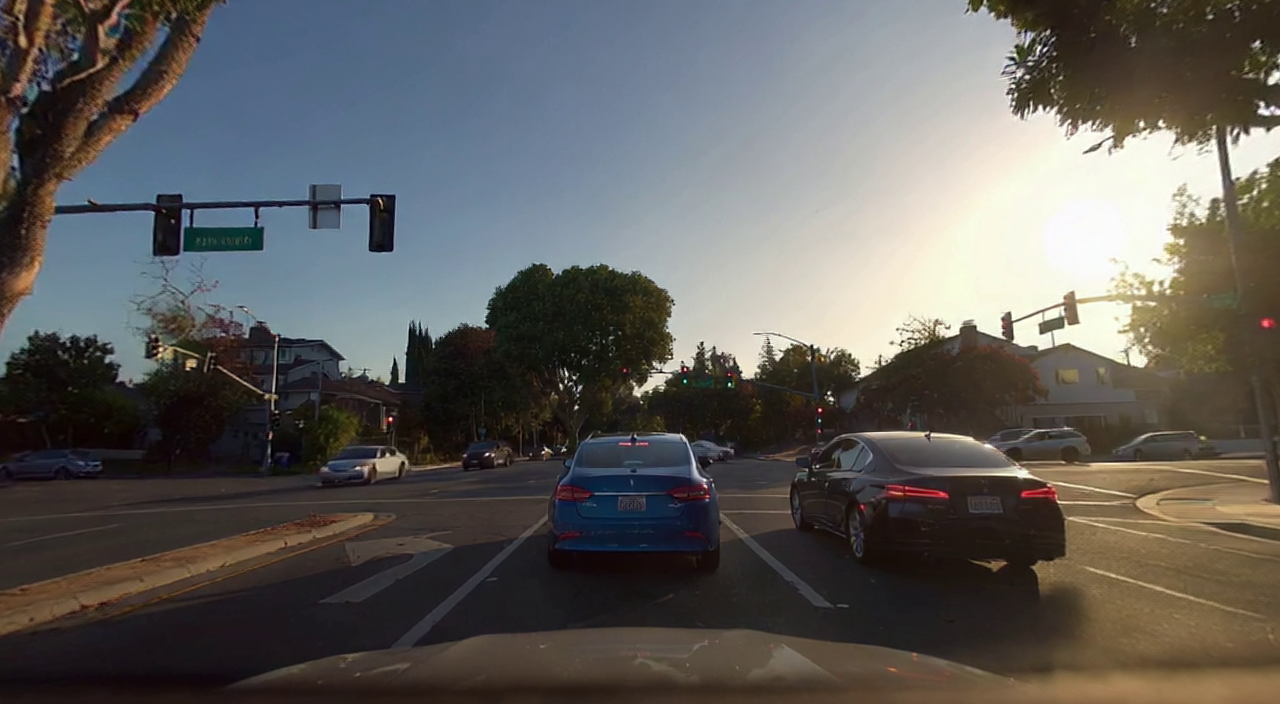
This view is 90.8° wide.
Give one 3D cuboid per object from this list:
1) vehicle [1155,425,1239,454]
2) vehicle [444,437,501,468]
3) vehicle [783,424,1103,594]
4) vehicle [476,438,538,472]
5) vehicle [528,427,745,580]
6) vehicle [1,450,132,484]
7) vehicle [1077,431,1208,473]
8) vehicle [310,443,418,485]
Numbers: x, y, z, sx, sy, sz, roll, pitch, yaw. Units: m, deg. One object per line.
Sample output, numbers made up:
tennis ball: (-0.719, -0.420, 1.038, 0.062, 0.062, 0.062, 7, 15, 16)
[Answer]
vehicle: (41.712, 6.579, 47.343, 4.388, 2.079, 1.960, 0, -8, -2)
vehicle: (-10.973, 6.634, 41.822, 2.376, 1.916, 4.899, 0, -8, 0)
vehicle: (3.187, 1.715, 7.771, 1.913, 1.505, 4.097, 0, -8, 0)
vehicle: (-7.421, 5.787, 35.779, 2.383, 1.779, 4.973, 0, -8, 1)
vehicle: (-0.054, 1.783, 8.254, 2.103, 1.478, 4.073, 0, -8, -1)
vehicle: (-28.113, 5.610, 31.055, 4.538, 1.591, 1.949, 0, -8, 1)
vehicle: (23.992, 4.773, 30.299, 4.520, 1.762, 2.005, -2, -8, -1)
vehicle: (-11.314, 4.622, 26.413, 2.102, 1.531, 5.072, -1, -8, 2)
